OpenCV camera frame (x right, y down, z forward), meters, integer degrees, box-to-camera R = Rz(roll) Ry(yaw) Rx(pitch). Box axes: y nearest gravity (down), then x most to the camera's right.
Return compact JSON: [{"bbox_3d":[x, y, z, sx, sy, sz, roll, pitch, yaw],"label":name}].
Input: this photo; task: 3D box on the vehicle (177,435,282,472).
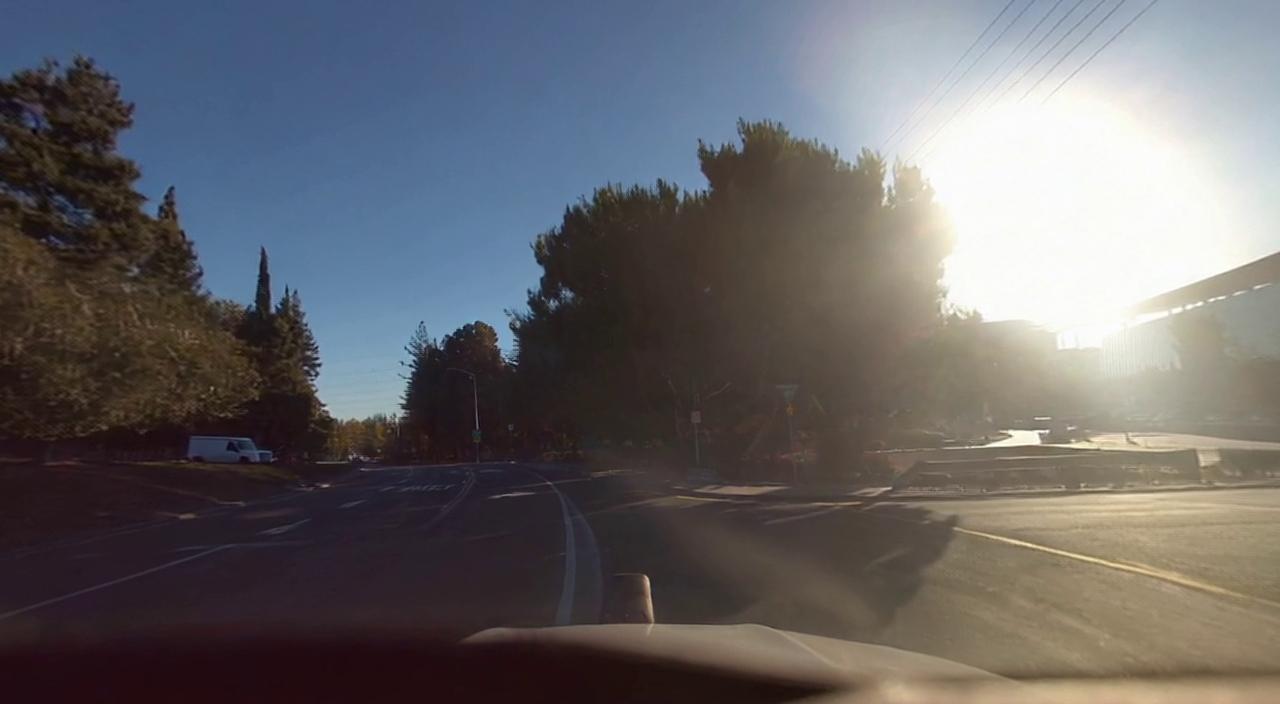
[{"bbox_3d":[-23.142,5.704,35.637,4.699,1.996,2.116,-2,-9,11],"label":"vehicle"}]
